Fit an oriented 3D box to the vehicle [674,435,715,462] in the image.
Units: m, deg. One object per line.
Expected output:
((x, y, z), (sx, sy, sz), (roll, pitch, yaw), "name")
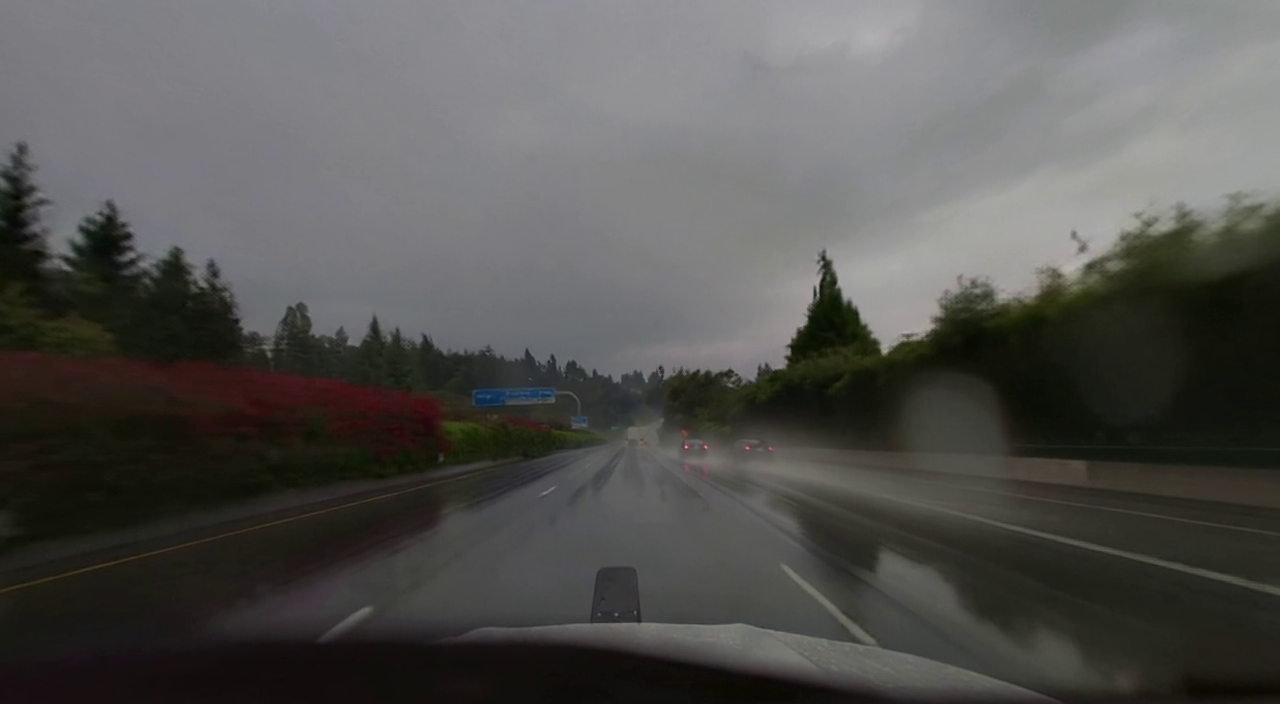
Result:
((3.057, 5.473, 36.057), (1.819, 1.468, 3.770), (0, -8, -3), "vehicle")

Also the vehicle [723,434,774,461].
((6.515, 5.764, 38.330), (2.003, 1.522, 4.940), (0, -8, -2), "vehicle")

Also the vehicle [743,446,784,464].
((6.685, 5.621, 34.426), (1.535, 0.862, 2.814), (0, -8, -3), "vehicle")
